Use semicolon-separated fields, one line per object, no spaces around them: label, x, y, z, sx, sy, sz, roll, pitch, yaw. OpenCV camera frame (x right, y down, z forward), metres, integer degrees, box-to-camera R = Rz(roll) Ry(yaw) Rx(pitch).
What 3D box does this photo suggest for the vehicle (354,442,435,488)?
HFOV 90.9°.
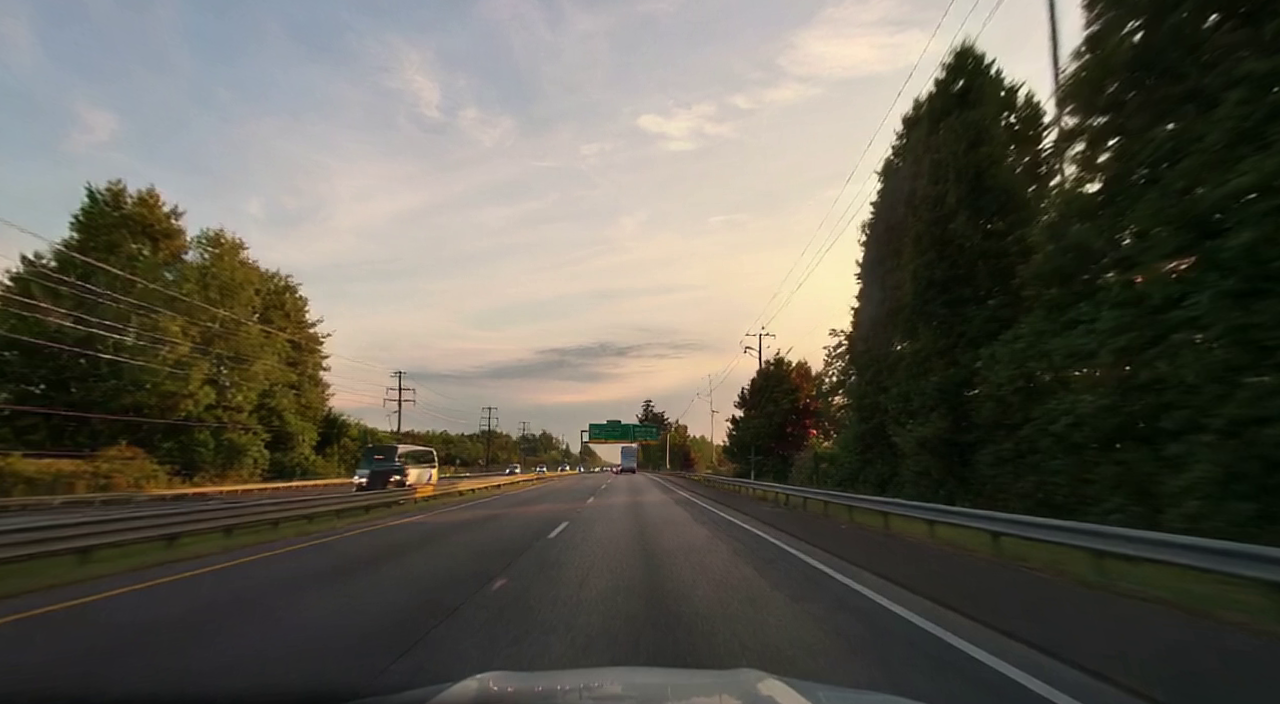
vehicle;-16.896;7.888;43.956;2.646;2.925;7.512;1;-10;-1
